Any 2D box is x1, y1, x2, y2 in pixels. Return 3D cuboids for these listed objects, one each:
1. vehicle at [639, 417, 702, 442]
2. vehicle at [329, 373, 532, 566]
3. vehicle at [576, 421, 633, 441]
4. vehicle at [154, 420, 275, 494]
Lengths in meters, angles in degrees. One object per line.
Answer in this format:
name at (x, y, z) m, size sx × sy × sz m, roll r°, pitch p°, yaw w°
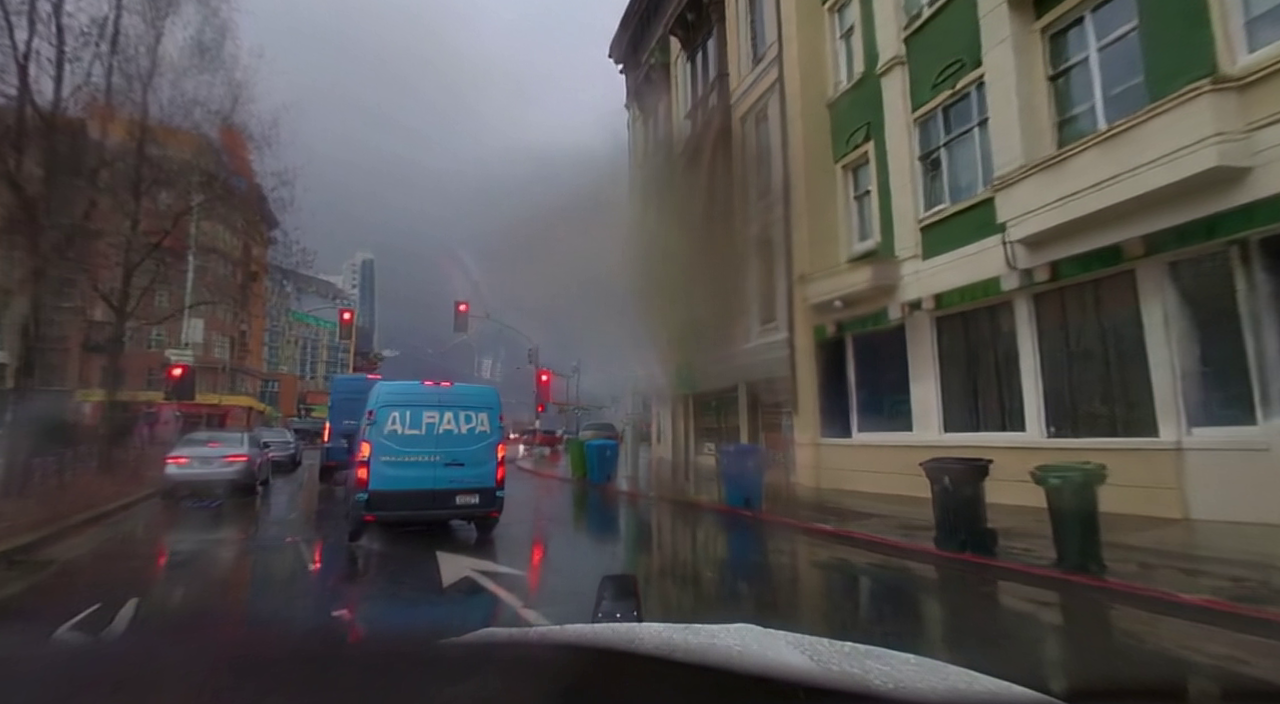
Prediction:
vehicle at (2.082, 5.283, 42.514) m, size 4.020 × 1.572 × 1.718 m, roll 6°, pitch -10°, yaw -32°
vehicle at (-3.090, 1.478, 8.654) m, size 1.951 × 1.907 × 4.266 m, roll 4°, pitch -9°, yaw -27°
vehicle at (-2.638, 5.995, 47.460) m, size 3.885 × 1.449 × 1.757 m, roll 5°, pitch -9°, yaw -28°
vehicle at (-9.691, 2.377, 14.622) m, size 1.841 × 1.461 × 3.426 m, roll 4°, pitch -9°, yaw -27°
